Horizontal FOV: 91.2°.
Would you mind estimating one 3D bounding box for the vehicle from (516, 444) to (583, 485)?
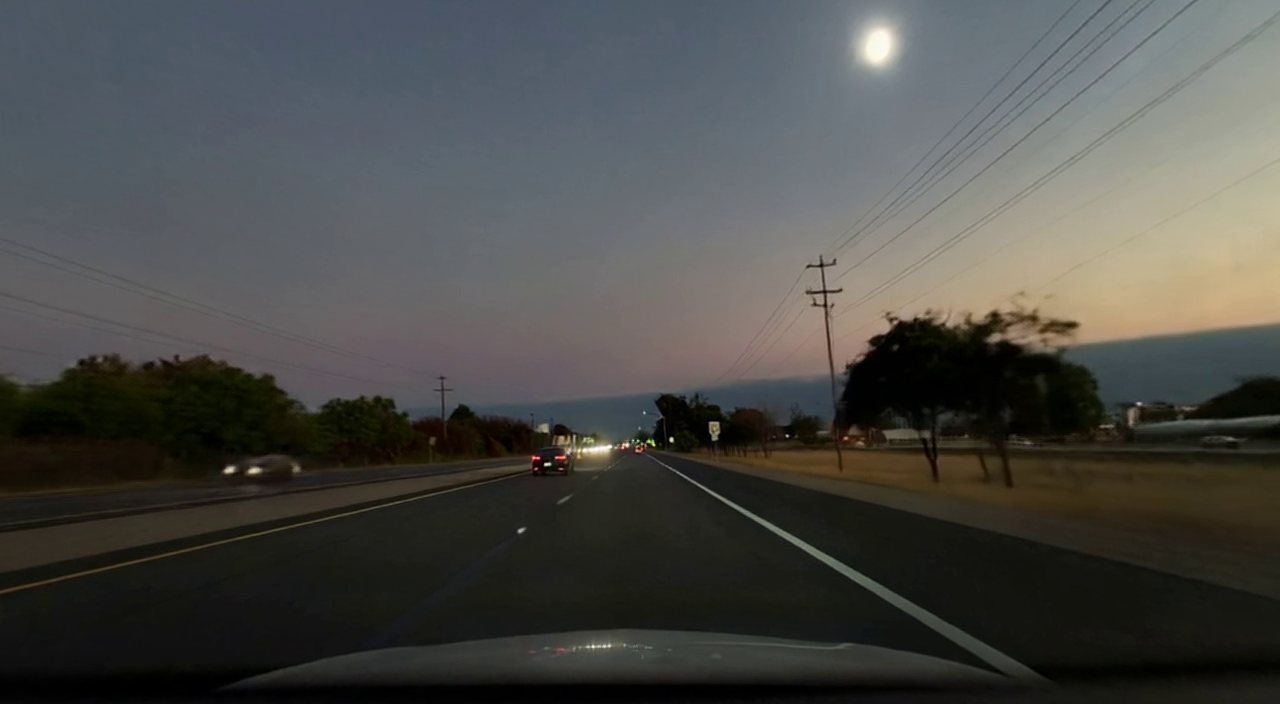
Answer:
[{"bbox_3d":[-3.652,4.641,26.084,2.123,1.545,4.404,0,-9,0],"label":"vehicle"}]

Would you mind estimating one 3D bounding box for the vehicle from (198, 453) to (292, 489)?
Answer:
[{"bbox_3d":[-17.703,5.325,28.309,1.728,1.462,3.810,0,-9,0],"label":"vehicle"}]
